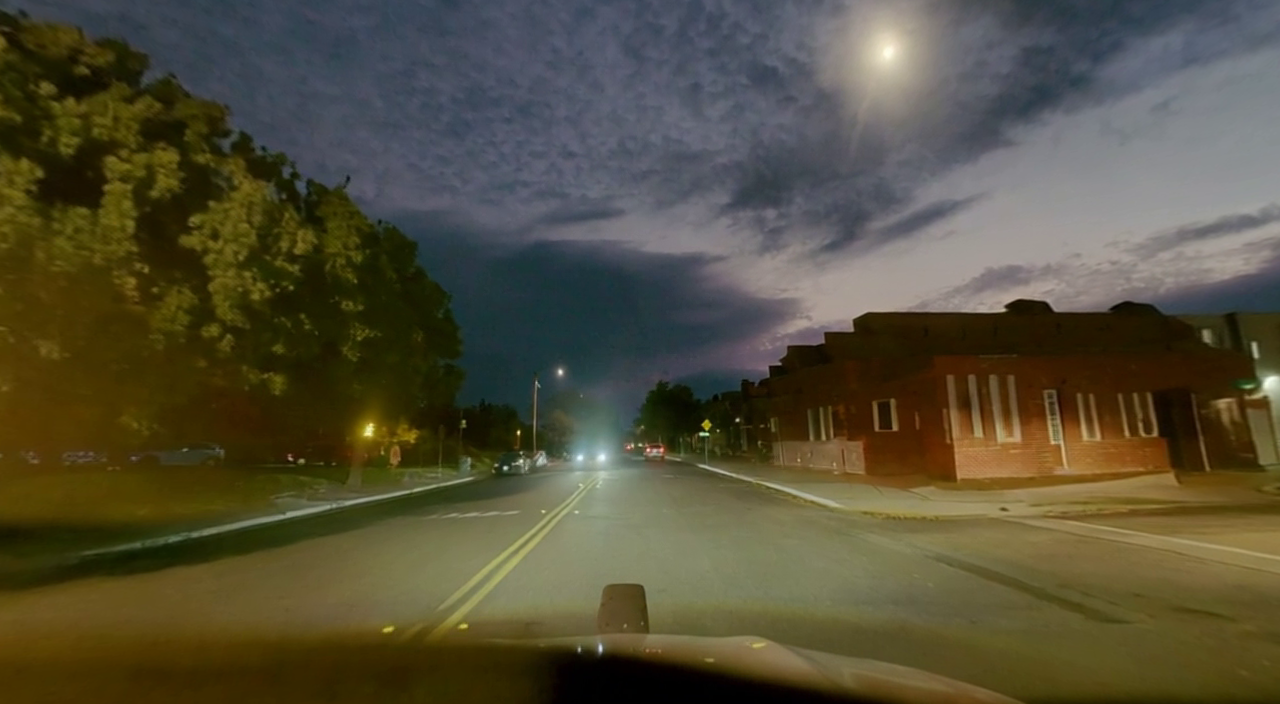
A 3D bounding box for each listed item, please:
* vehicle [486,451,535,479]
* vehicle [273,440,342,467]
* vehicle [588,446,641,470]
[{"bbox_3d":[-7.333,6.410,36.081,1.930,1.463,4.195,0,-9,0],"label":"vehicle"},{"bbox_3d":[-21.451,6.555,40.896,1.906,1.596,4.599,0,-9,1],"label":"vehicle"},{"bbox_3d":[-1.912,7.653,45.879,2.154,1.641,4.254,5,-10,-29],"label":"vehicle"}]
